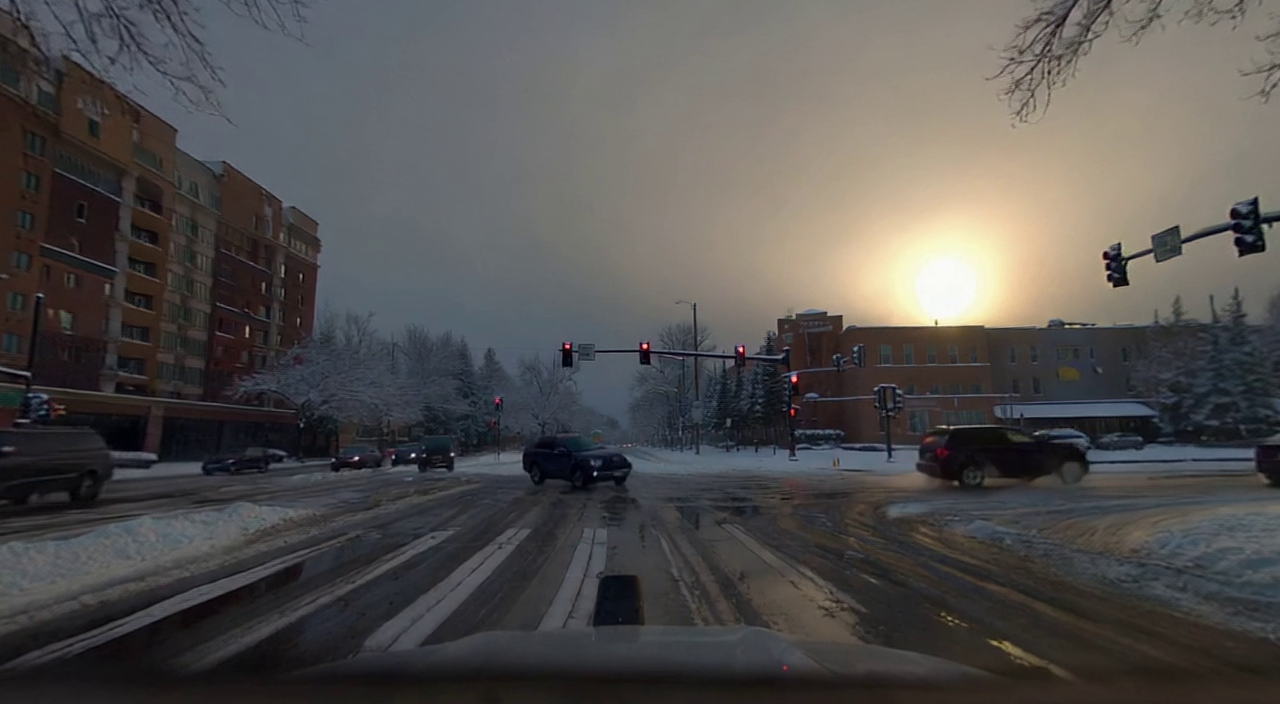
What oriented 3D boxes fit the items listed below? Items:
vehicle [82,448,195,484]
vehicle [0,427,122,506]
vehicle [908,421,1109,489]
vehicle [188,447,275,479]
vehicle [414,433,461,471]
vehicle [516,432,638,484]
[{"bbox_3d":[-27.726,6.284,35.171,2.007,1.783,4.694,-1,-9,8],"label":"vehicle"},{"bbox_3d":[-16.386,2.945,16.365,1.977,1.878,4.575,0,-9,0],"label":"vehicle"},{"bbox_3d":[10.930,3.112,19.180,4.767,1.877,2.017,-2,-9,12],"label":"vehicle"},{"bbox_3d":[-23.013,6.217,35.818,1.938,1.676,4.483,0,-9,0],"label":"vehicle"},{"bbox_3d":[-11.312,5.573,35.442,2.223,1.972,5.310,2,-9,-17],"label":"vehicle"},{"bbox_3d":[-2.313,3.780,22.812,4.180,1.678,1.982,-7,-11,37],"label":"vehicle"}]
